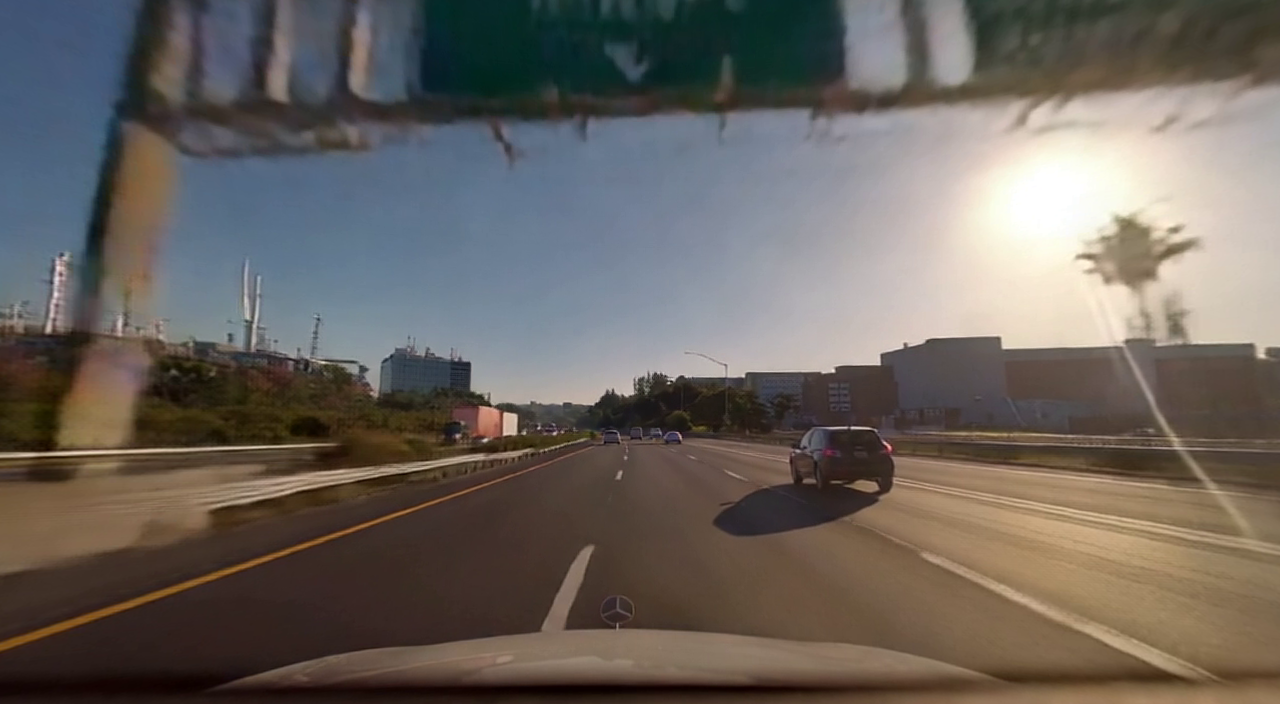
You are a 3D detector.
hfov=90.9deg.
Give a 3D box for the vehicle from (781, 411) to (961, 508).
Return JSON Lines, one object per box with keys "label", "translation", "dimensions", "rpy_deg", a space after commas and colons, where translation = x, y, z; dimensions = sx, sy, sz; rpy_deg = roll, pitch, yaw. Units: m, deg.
{"label": "vehicle", "translation": [4.423, 2.127, 12.894], "dimensions": [2.022, 1.637, 4.229], "rpy_deg": [0, -8, -1]}
